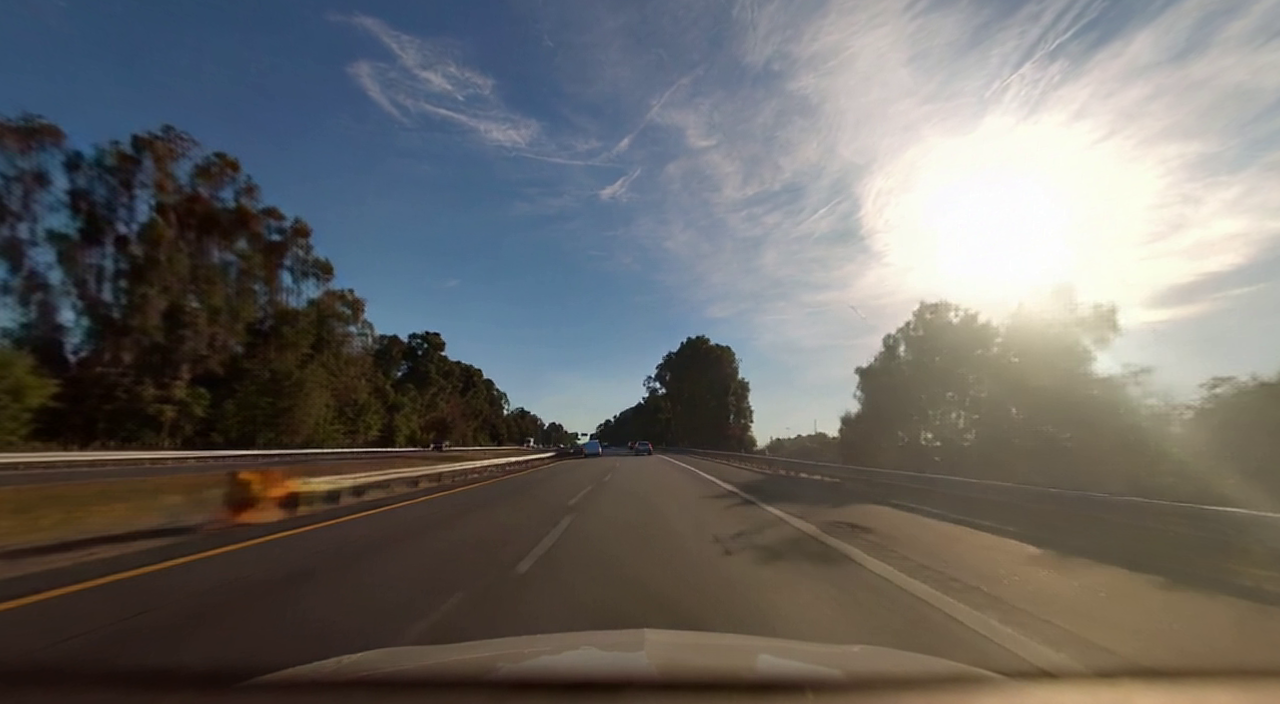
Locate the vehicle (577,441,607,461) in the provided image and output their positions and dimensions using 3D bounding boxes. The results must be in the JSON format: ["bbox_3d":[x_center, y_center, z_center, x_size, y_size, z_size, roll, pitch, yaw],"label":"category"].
[{"bbox_3d":[-3.641,7.602,48.448,2.057,1.514,3.845,0,-8,0],"label":"vehicle"}]
